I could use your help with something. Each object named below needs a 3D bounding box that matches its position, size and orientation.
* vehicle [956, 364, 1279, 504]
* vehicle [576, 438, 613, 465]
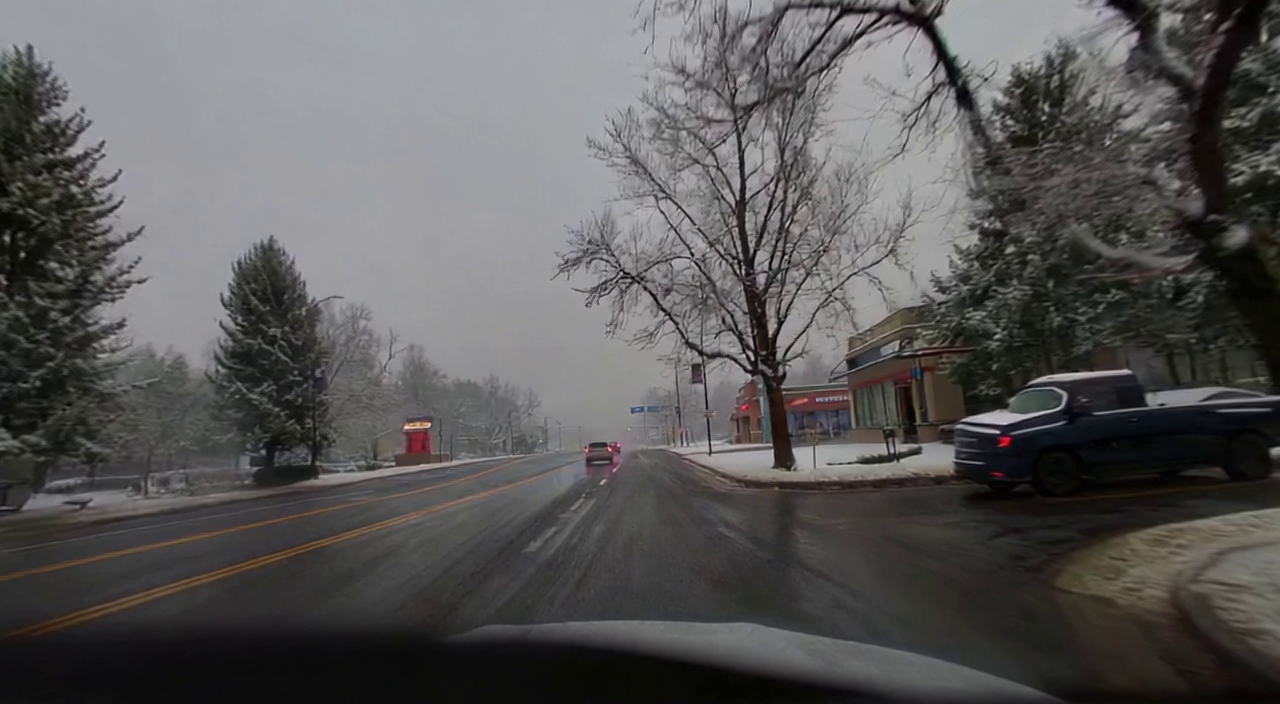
[{"bbox_3d":[8.009,1.240,9.488,5.276,1.850,2.173,0,-8,1],"label":"vehicle"},{"bbox_3d":[-3.059,6.812,43.132,2.235,1.719,4.292,-1,-8,1],"label":"vehicle"}]
